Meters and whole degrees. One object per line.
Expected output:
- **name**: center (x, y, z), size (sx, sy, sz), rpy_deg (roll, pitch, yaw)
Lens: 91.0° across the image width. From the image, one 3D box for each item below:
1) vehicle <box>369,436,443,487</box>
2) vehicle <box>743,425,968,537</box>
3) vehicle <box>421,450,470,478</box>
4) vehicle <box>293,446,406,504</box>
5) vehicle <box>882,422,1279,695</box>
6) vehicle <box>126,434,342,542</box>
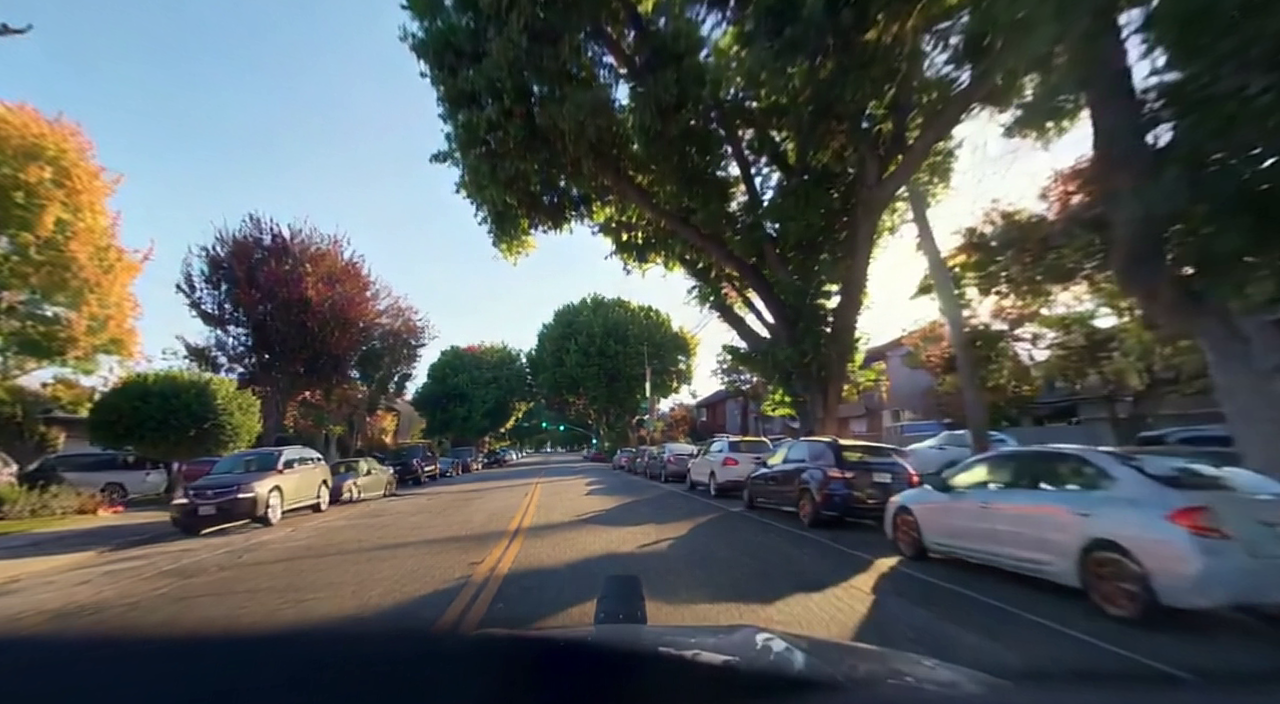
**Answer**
- **vehicle**: center (-10.852, 5.095, 29.696), size (2.146, 2.167, 5.339), rpy_deg (1, -9, -8)
- **vehicle**: center (3.370, 2.116, 10.953), size (1.954, 1.507, 4.356), rpy_deg (0, -9, -7)
- **vehicle**: center (-11.791, 6.799, 38.515), size (2.057, 1.486, 4.759), rpy_deg (0, -9, -7)
- **vehicle**: center (-9.533, 4.024, 21.156), size (2.055, 1.663, 4.889), rpy_deg (1, -9, -8)
- **vehicle**: center (4.051, 1.352, 5.239), size (1.974, 1.385, 4.315), rpy_deg (0, -9, -6)
- **vehicle**: center (-8.619, 2.907, 14.119), size (2.072, 1.840, 5.197), rpy_deg (-1, -9, -9)
